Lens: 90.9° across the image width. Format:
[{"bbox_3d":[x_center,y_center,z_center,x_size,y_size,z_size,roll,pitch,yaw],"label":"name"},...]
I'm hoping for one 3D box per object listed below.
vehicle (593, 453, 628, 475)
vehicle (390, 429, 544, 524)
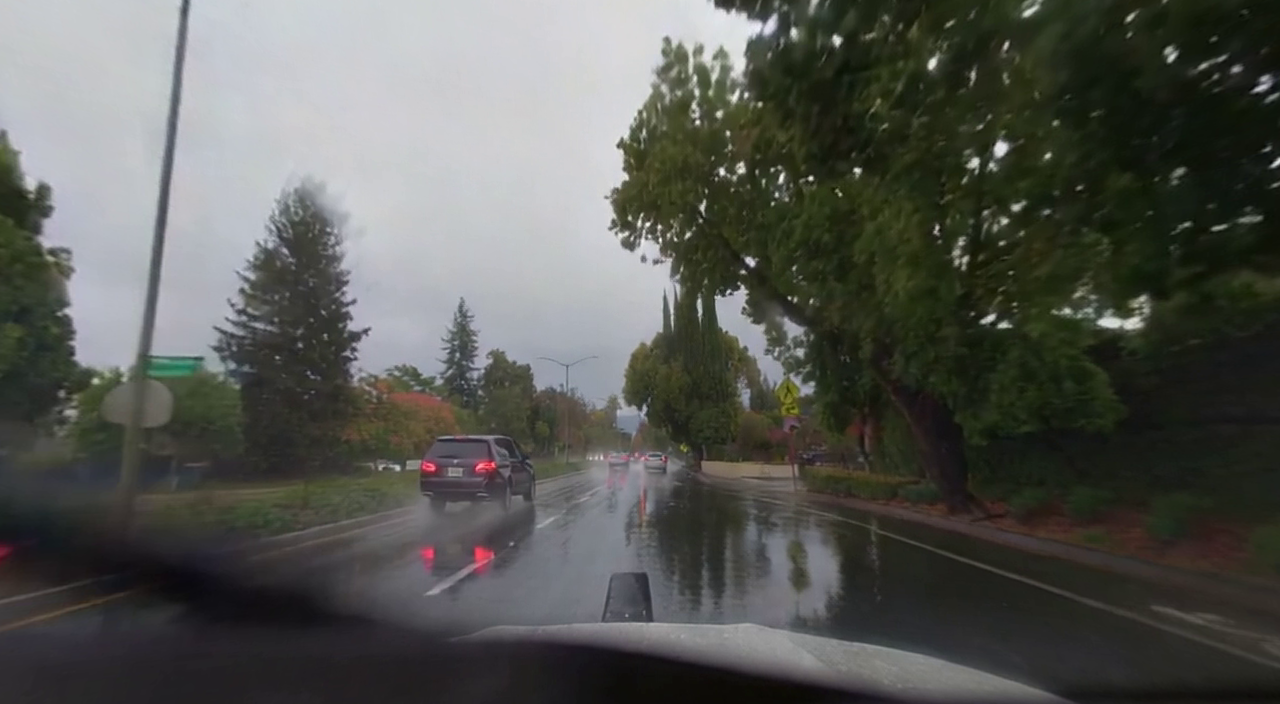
[{"bbox_3d":[-2.090,8.169,46.202,2.119,1.494,4.624,0,-9,3],"label":"vehicle"},{"bbox_3d":[-3.588,2.674,14.034,2.073,1.770,4.302,0,-9,2],"label":"vehicle"}]
